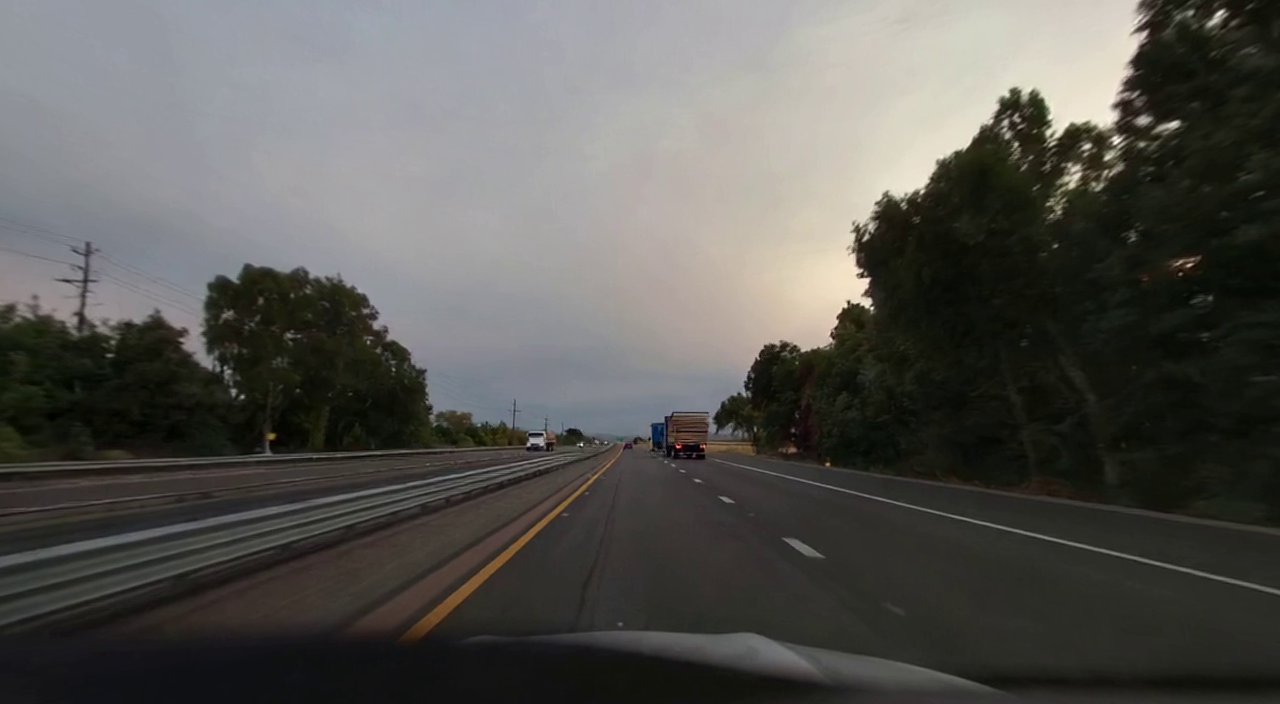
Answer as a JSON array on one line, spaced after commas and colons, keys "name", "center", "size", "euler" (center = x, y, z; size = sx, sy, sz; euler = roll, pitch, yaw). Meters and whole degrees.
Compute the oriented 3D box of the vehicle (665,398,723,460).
[{"name": "vehicle", "center": [3.863, 6.135, 48.571], "size": [3.024, 4.065, 13.796], "euler": [0, -8, -1]}]
